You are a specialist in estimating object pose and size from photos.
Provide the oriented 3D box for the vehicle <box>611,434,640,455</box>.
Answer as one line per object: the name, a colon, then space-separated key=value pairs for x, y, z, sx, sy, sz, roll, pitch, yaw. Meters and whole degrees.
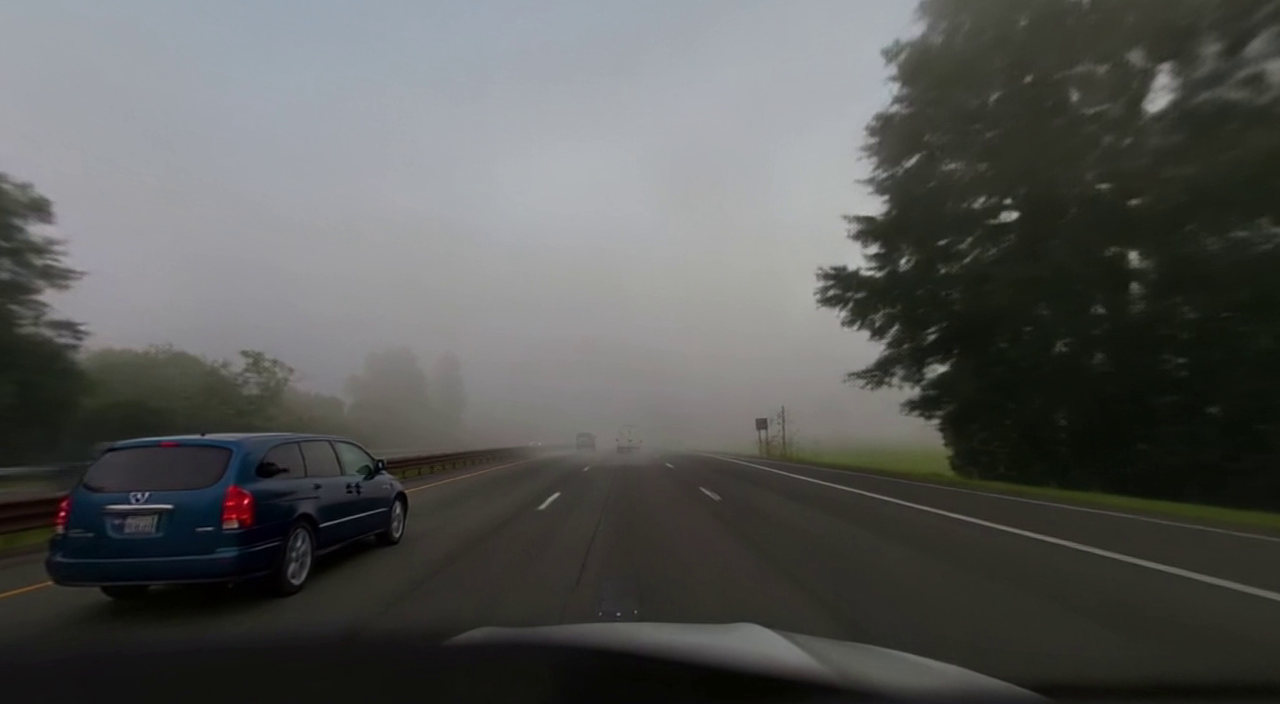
vehicle: x=-1.105 y=7.295 z=49.812 sx=2.162 sy=1.616 sz=4.242 roll=0 pitch=-8 yaw=-1

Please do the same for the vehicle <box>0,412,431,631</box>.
vehicle: x=-3.786 y=1.441 z=6.426 sx=1.931 sy=1.483 sz=4.105 roll=0 pitch=-8 yaw=-1
